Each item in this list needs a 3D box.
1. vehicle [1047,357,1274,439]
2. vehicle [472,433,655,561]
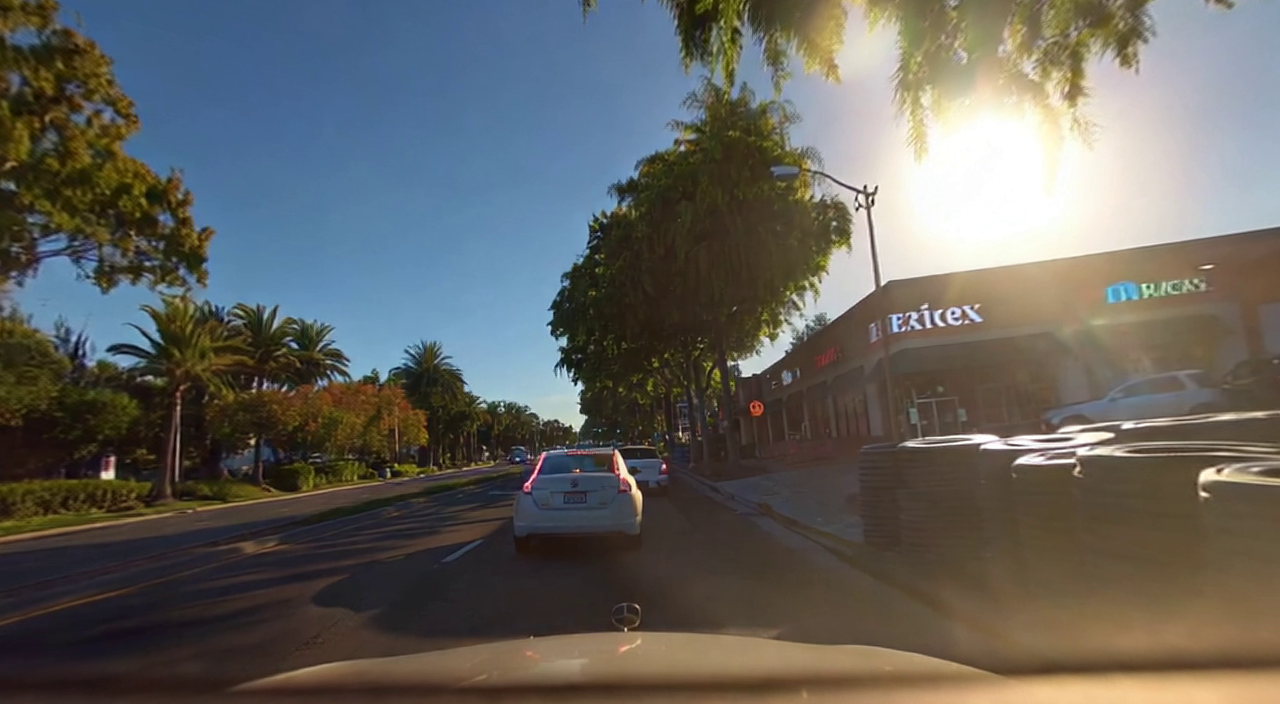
[{"bbox_3d":[13.351,1.360,16.741,1.854,1.693,4.798,-1,-10,0],"label":"vehicle"},{"bbox_3d":[-0.965,2.034,9.614,2.169,1.495,4.048,0,-8,-2],"label":"vehicle"}]
